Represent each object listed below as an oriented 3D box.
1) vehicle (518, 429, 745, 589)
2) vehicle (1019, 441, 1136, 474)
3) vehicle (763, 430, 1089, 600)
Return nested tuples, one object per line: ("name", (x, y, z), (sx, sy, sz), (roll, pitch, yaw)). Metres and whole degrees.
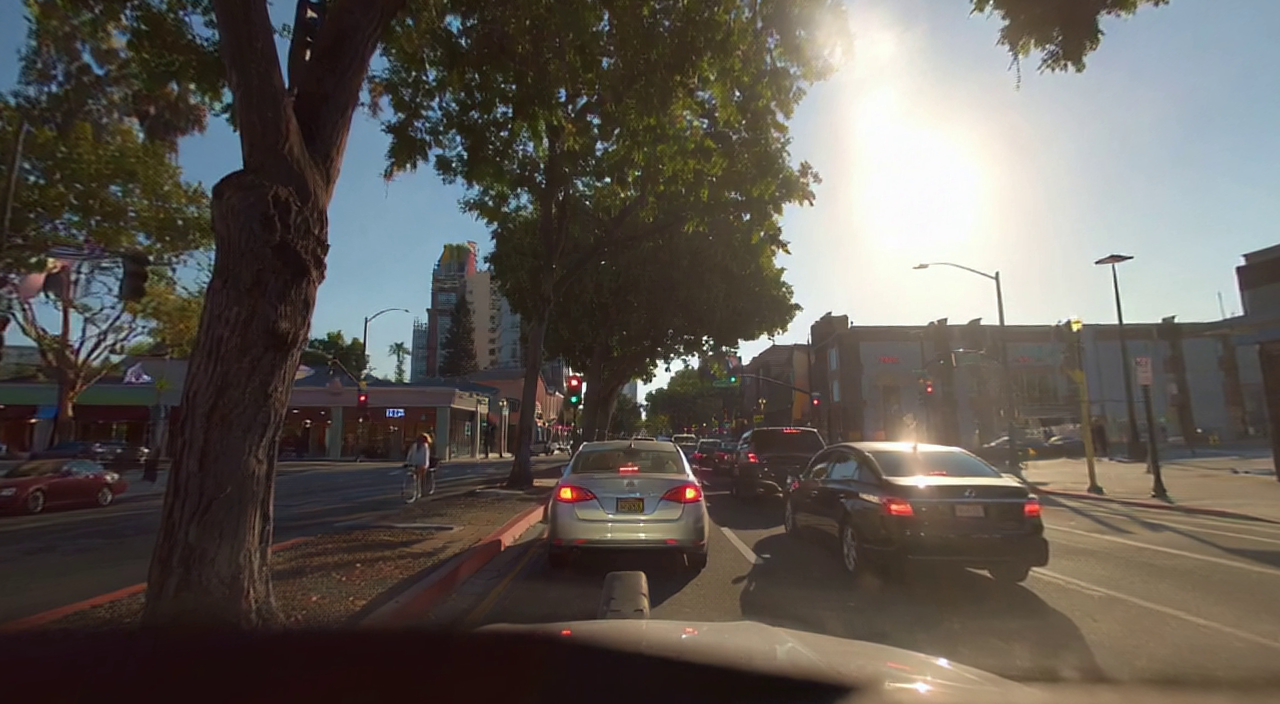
("vehicle", (-0.100, 1.757, 7.950), (2.087, 1.456, 4.143), (0, -8, -1))
("vehicle", (23.085, 5.557, 33.413), (4.610, 1.622, 1.934), (-1, -8, 4))
("vehicle", (2.908, 1.733, 7.663), (1.893, 1.446, 4.270), (0, -8, -1))
